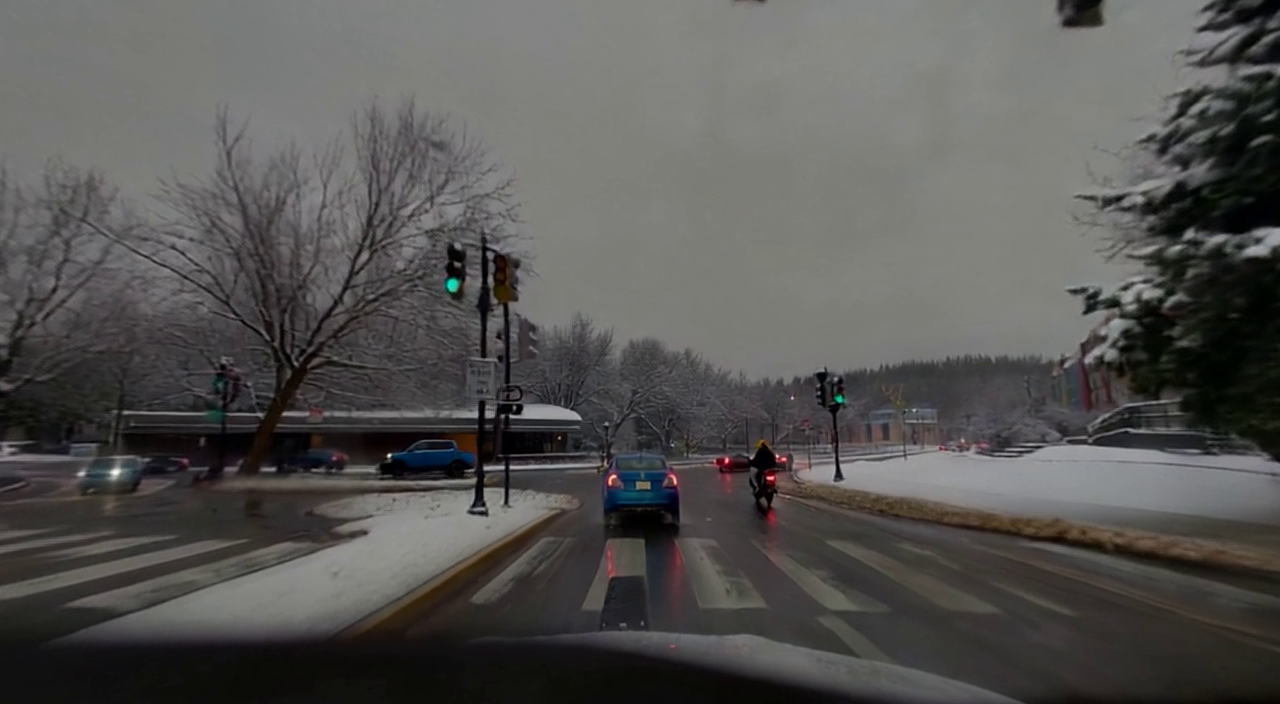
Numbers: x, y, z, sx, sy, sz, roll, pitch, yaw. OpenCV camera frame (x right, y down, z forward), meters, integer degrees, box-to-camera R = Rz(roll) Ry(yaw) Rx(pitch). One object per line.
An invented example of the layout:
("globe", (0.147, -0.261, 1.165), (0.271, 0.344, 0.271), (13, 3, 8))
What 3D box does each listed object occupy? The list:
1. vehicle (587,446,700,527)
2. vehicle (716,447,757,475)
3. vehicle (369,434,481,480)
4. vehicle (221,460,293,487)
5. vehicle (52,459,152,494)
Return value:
("vehicle", (0.010, 2.826, 13.847), (2.118, 1.480, 3.949), (0, -9, -1))
("vehicle", (6.646, 7.348, 42.836), (2.212, 1.790, 4.768), (-3, -9, 15))
("vehicle", (-14.062, 6.923, 41.925), (2.287, 2.780, 7.166), (-6, -10, 31))
("vehicle", (-19.246, 6.090, 31.759), (1.259, 1.181, 2.744), (-6, -10, 30))
("vehicle", (-22.560, 5.206, 26.509), (1.433, 1.269, 2.779), (-5, -9, 26))
